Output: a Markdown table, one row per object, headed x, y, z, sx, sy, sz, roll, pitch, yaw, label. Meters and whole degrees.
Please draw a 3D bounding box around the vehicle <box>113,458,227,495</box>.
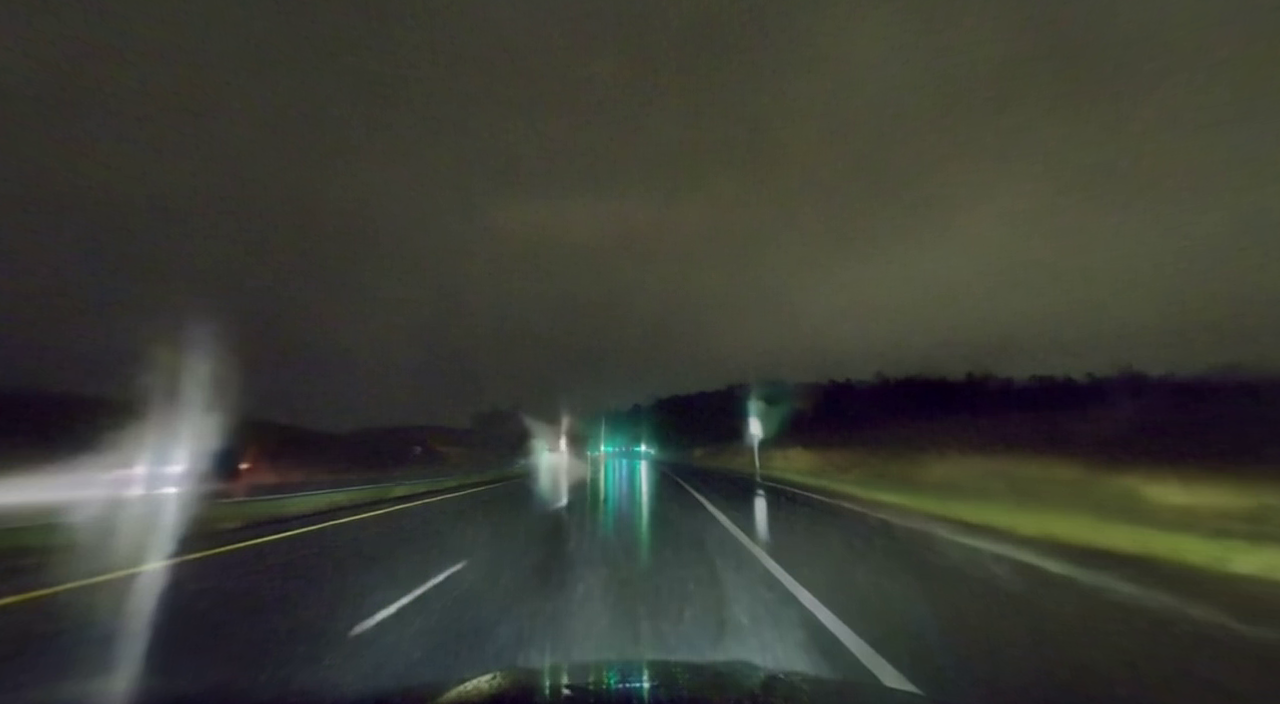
| x | y | z | sx | sy | sz | roll | pitch | yaw | label |
| --- | --- | --- | --- | --- | --- | --- | --- | --- | --- |
| -22.825 | 6.024 | 30.908 | 1.949 | 1.565 | 4.686 | 0 | -9 | 0 | vehicle |
